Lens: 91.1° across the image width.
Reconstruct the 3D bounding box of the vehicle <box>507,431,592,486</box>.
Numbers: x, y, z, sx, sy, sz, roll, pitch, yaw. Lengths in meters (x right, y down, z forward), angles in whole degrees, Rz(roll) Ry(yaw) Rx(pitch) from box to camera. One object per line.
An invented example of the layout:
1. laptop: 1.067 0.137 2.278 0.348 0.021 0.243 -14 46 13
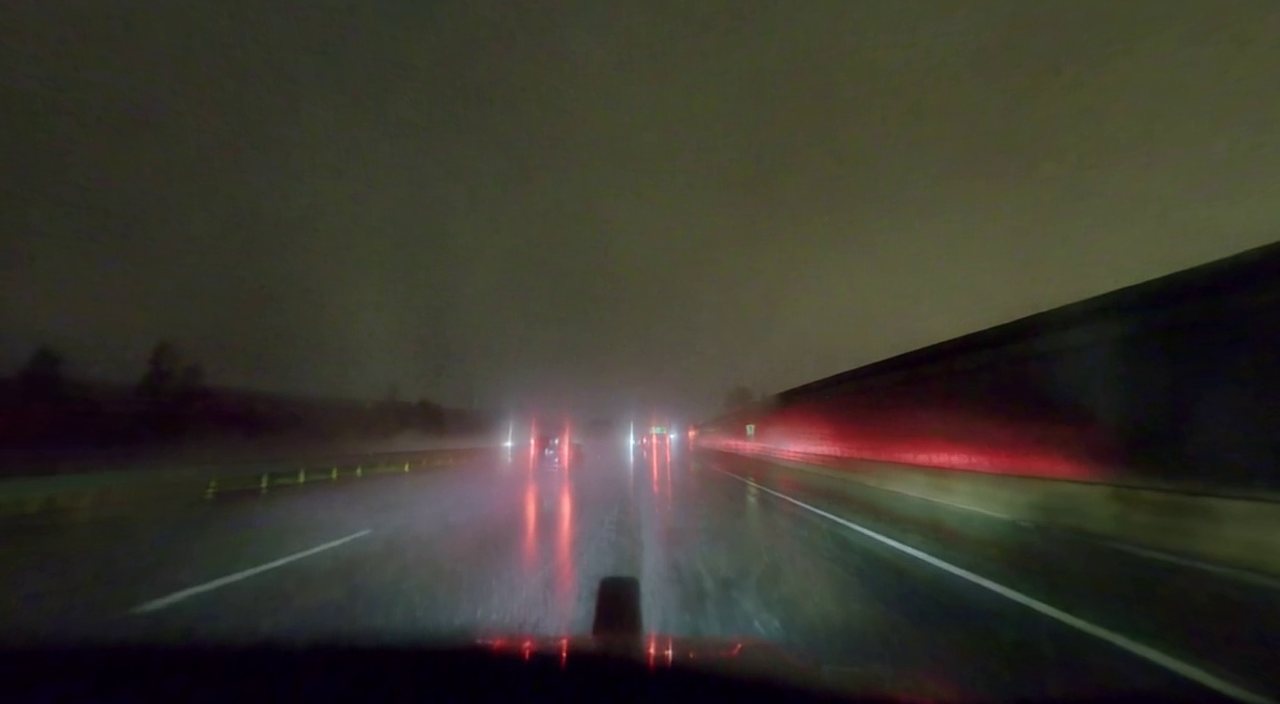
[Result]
1. vehicle: -2.796 3.379 20.434 2.039 1.589 4.324 0 -8 1
